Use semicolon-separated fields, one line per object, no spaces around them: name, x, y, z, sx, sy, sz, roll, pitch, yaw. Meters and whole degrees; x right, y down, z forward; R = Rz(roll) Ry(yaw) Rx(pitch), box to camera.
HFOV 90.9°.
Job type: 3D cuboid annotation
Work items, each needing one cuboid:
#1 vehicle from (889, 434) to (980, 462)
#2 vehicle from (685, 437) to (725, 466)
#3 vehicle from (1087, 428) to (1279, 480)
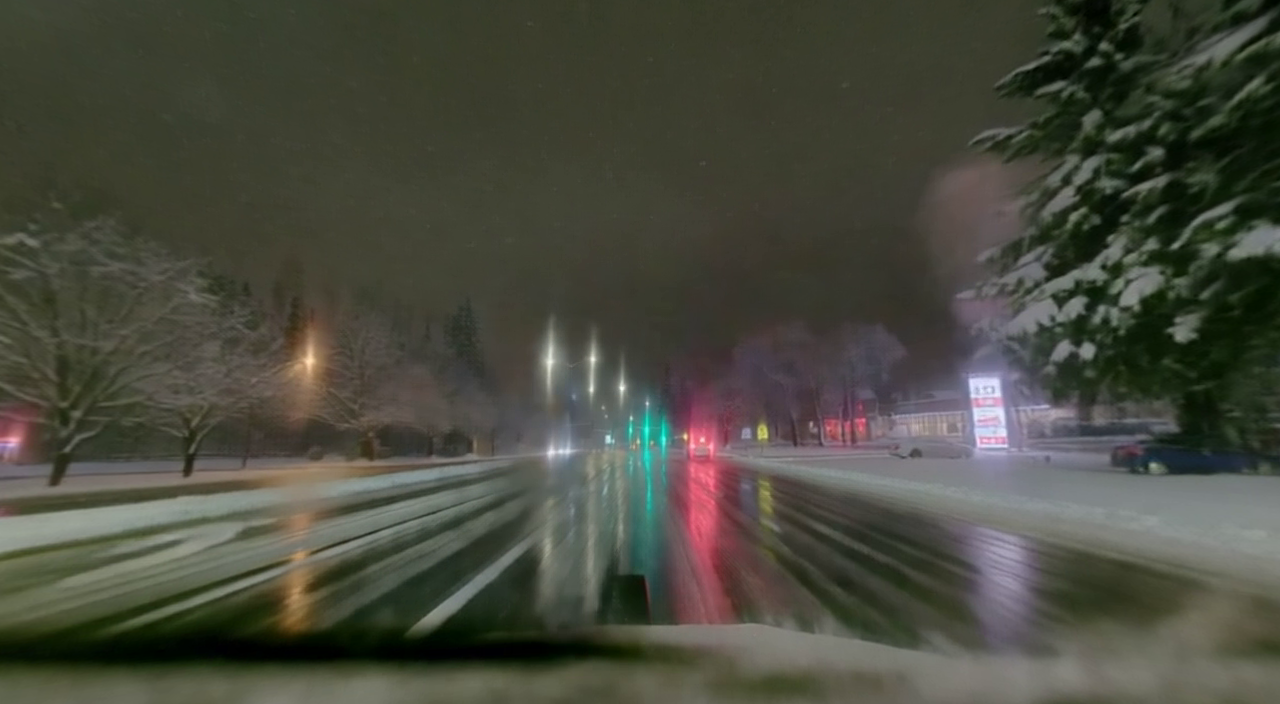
vehicle;17.153;5.611;36.842;4.233;1.562;2.143;0;-8;1
vehicle;4.031;6.261;39.679;2.007;1.683;4.171;0;-8;-1
vehicle;16.901;3.150;19.463;4.685;1.478;1.849;-1;-9;2
